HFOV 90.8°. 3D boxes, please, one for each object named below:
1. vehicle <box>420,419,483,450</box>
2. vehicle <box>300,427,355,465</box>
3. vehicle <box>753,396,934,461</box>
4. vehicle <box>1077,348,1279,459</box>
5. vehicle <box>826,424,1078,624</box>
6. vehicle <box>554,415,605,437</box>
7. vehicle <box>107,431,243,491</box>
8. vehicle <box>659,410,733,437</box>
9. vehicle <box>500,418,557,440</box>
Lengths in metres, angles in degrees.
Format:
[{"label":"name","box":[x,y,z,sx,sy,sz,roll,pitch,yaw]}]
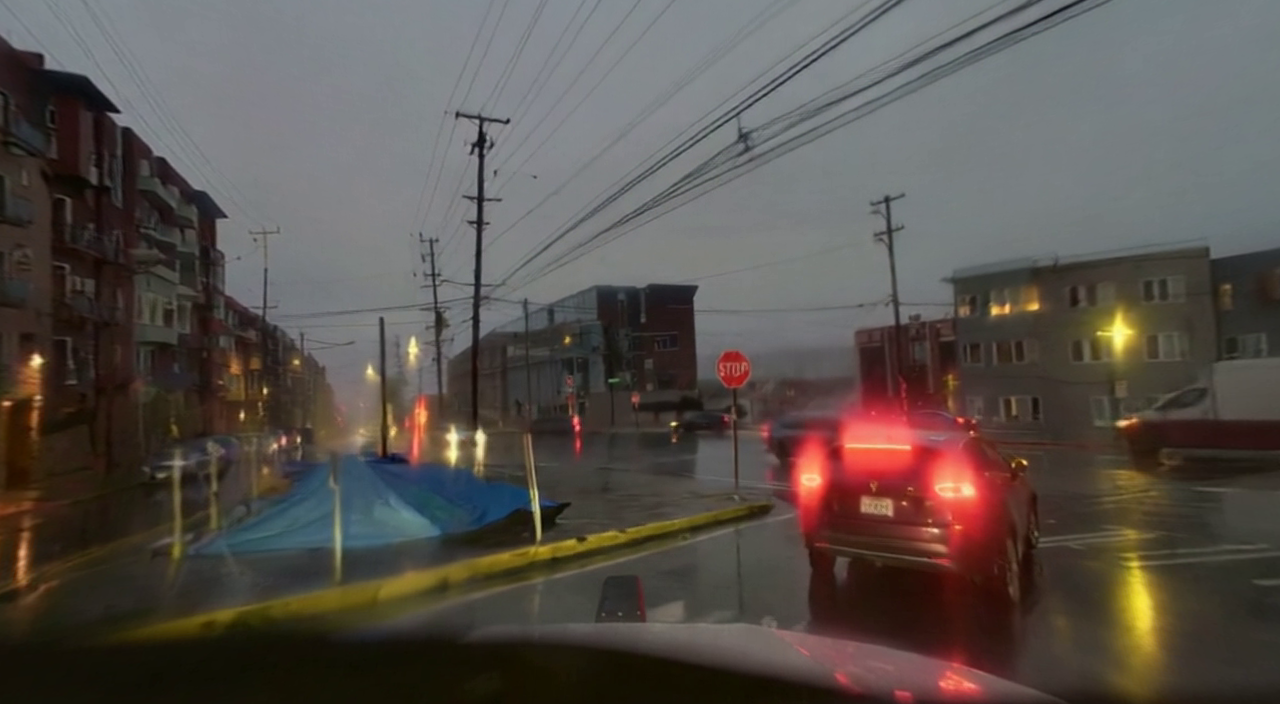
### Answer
[{"label":"vehicle","box":[-11.029,4.839,36.760,1.870,1.724,4.320,7,-11,-40]},{"label":"vehicle","box":[-15.509,4.658,31.520,1.987,1.686,3.971,1,-8,-19]},{"label":"vehicle","box":[6.915,2.694,22.020,2.152,1.970,5.506,3,-8,-44]},{"label":"vehicle","box":[17.977,1.661,19.159,2.584,3.075,7.172,8,-12,-44]},{"label":"vehicle","box":[3.943,1.767,7.581,1.945,1.647,4.160,-6,-10,35]},{"label":"vehicle","box":[-4.578,5.598,47.396,1.768,1.492,4.090,7,-11,-40]},{"label":"vehicle","box":[-15.867,3.729,21.967,2.054,1.800,5.212,2,-9,-17]},{"label":"vehicle","box":[3.297,4.344,37.869,1.790,1.468,4.422,7,-11,-39]},{"label":"vehicle","box":[-8.180,5.653,46.140,2.089,1.506,4.641,6,-11,-38]}]
